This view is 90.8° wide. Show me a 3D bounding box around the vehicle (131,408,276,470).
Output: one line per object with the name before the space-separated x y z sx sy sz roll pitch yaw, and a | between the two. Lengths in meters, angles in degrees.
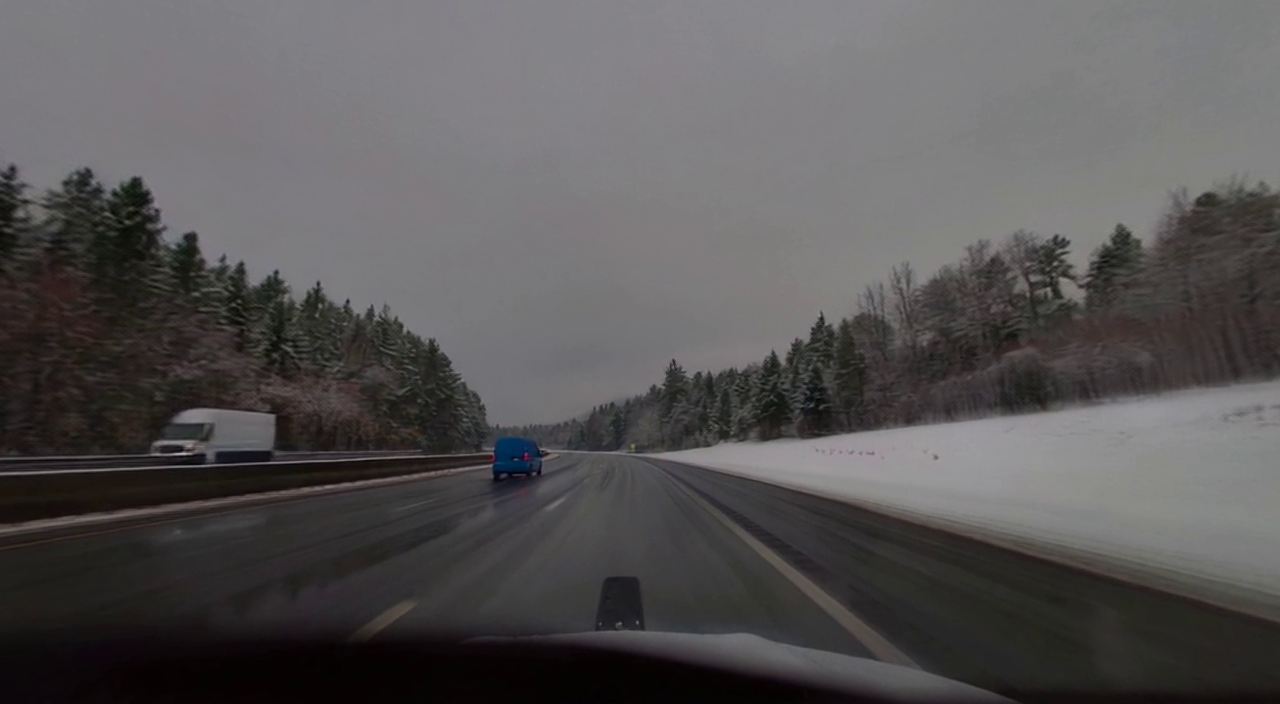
vehicle | -28.578 5.895 42.099 2.960 3.652 9.422 0 -9 -1

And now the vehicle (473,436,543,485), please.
vehicle | -6.007 5.014 29.414 2.197 2.038 4.919 0 -9 0
